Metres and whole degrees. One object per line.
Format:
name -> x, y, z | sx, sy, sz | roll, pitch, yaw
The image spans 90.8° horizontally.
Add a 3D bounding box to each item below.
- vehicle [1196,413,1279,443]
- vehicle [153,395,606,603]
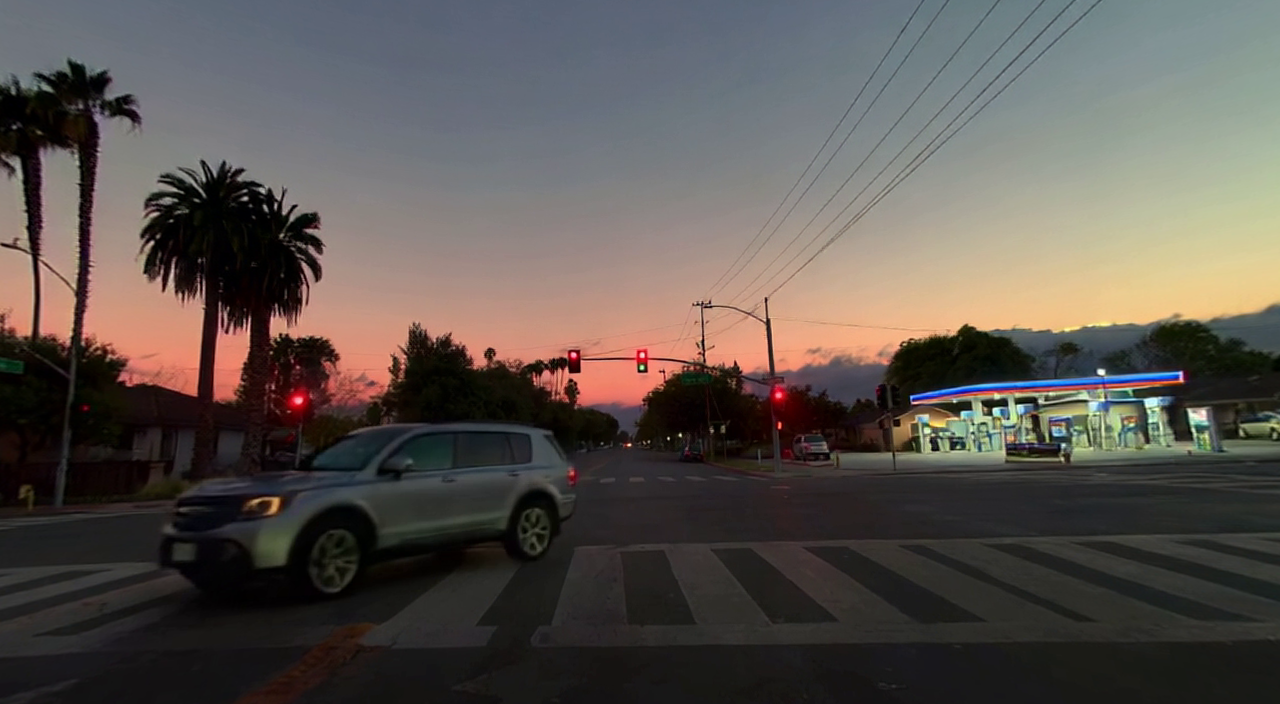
vehicle -> 38.299, 4.792, 39.967 | 4.488, 1.447, 1.765 | -5, -8, -1
vehicle -> -2.840, 1.680, 8.237 | 1.952, 1.817, 5.086 | -7, -11, 37
